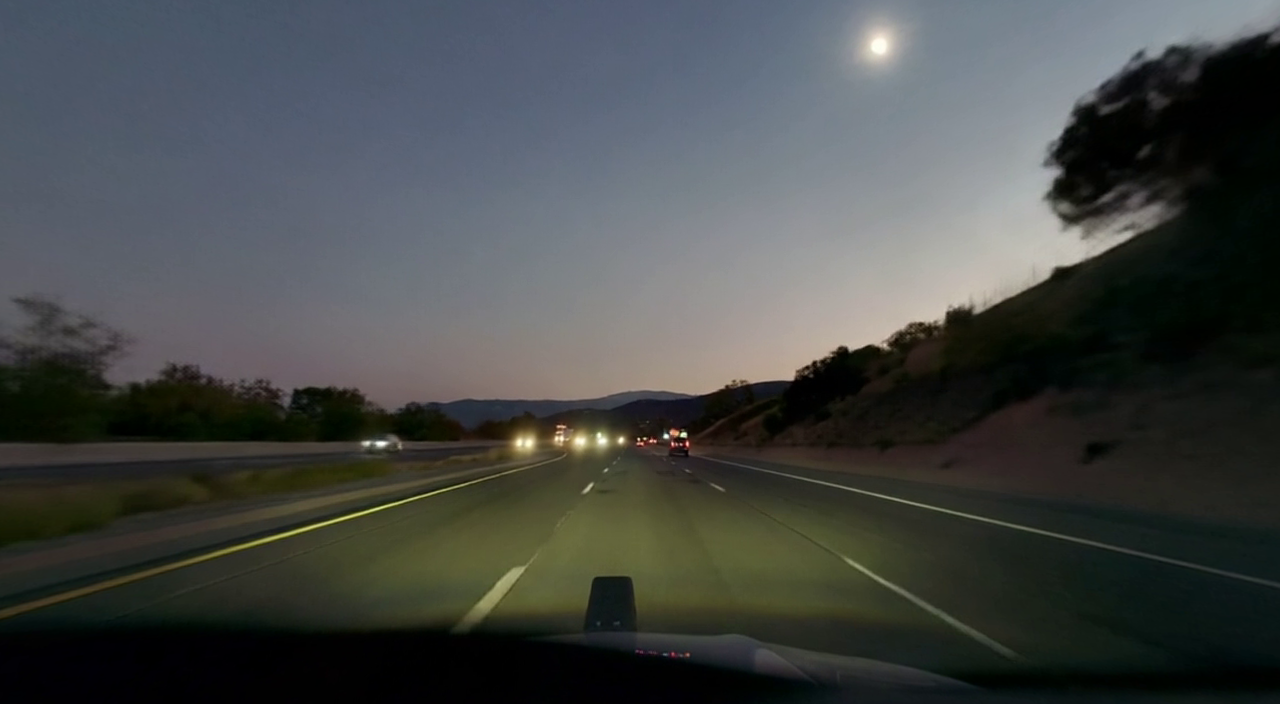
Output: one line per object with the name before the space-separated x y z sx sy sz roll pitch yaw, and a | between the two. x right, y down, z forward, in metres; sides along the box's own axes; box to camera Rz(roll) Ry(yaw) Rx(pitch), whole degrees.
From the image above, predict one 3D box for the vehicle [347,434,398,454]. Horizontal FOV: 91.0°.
vehicle | -21.131 7.273 49.860 1.999 1.472 4.598 0 -8 0
